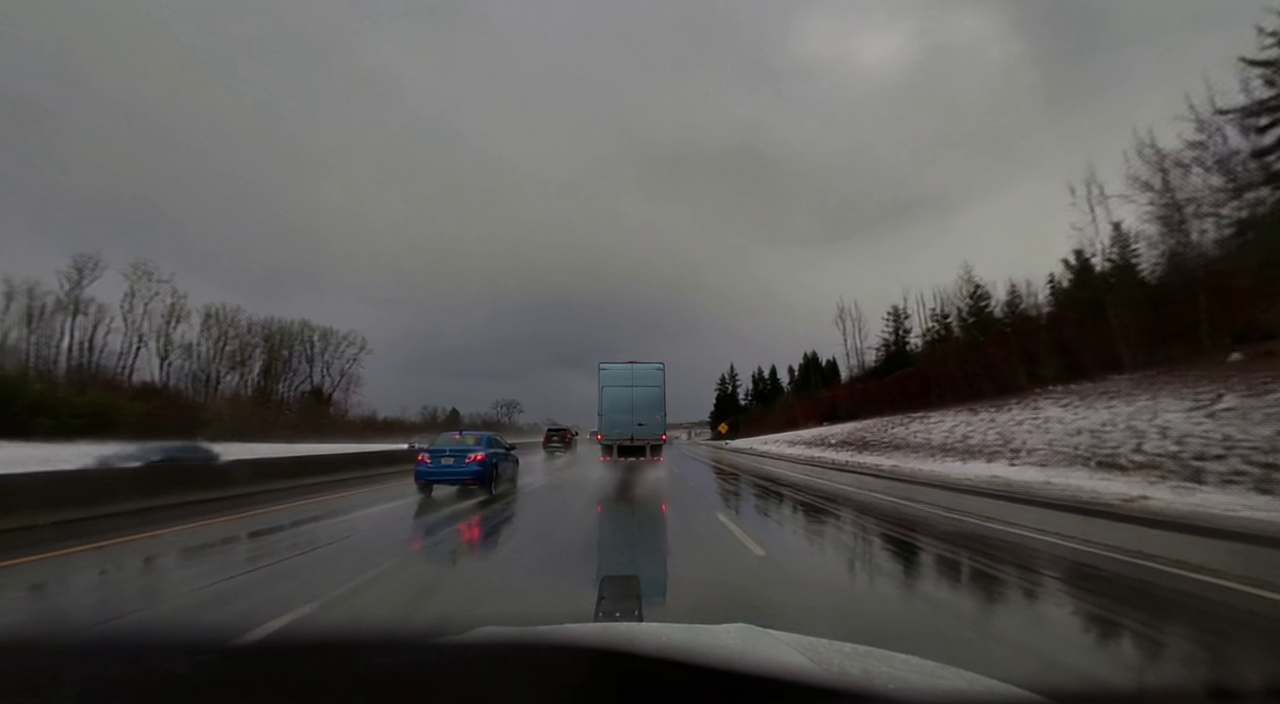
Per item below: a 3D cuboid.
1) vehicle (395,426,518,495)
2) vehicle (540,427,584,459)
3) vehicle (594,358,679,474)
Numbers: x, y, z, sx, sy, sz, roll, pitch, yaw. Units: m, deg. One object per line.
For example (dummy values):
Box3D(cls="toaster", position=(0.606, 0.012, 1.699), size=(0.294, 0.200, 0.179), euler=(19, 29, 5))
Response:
Box3D(cls="vehicle", position=(-4.621, 2.771, 16.591), size=(1.931, 1.539, 4.441), euler=(0, -8, 0))
Box3D(cls="vehicle", position=(-4.639, 5.462, 37.898), size=(2.019, 1.834, 4.644), euler=(0, -8, 0))
Box3D(cls="vehicle", position=(-0.236, 2.896, 27.006), size=(2.953, 4.041, 10.072), euler=(0, -8, -1))
